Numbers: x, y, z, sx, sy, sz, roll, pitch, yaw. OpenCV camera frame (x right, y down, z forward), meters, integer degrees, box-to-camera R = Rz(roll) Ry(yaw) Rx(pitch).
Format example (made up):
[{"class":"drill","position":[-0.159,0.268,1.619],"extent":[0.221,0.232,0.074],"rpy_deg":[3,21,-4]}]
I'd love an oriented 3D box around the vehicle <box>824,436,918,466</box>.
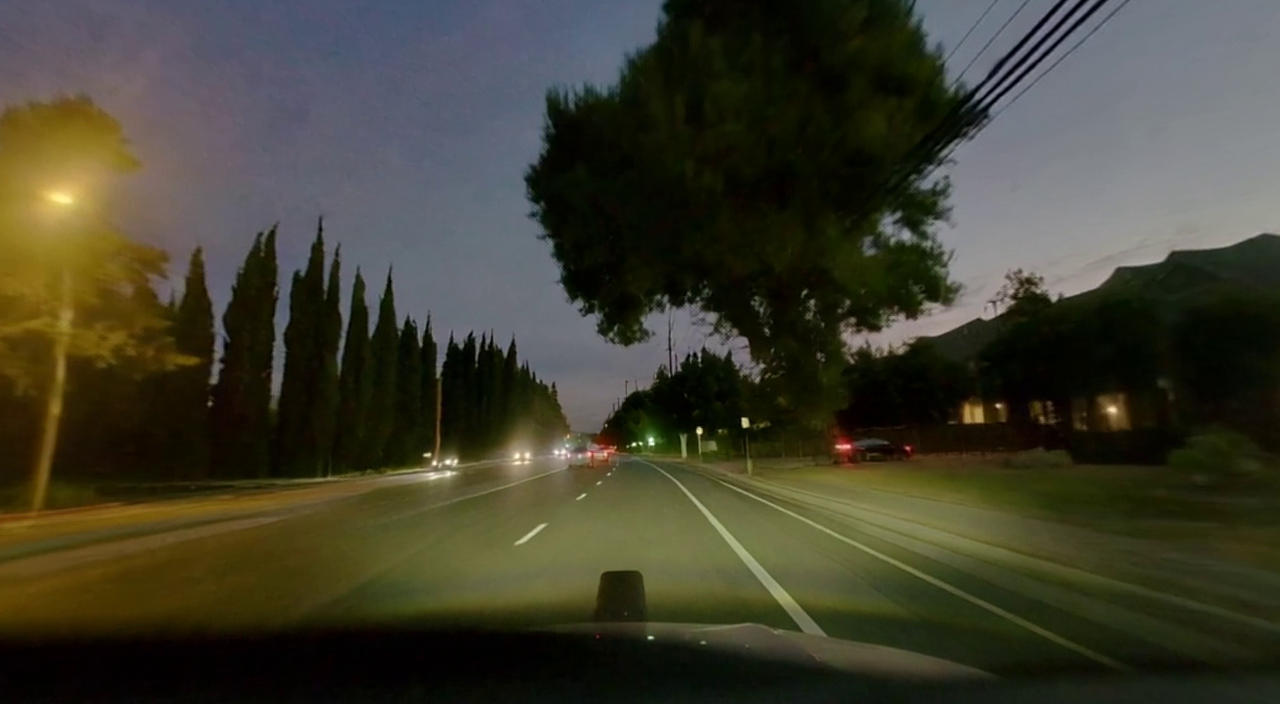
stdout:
[{"class":"vehicle","position":[14.193,6.080,38.835],"extent":[4.904,1.735,2.270],"rpy_deg":[1,-8,-10]}]

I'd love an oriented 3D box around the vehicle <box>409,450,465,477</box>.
[{"class":"vehicle","position":[-12.252,6.742,38.283],"extent":[1.970,1.496,4.512],"rpy_deg":[0,-8,-1]}]

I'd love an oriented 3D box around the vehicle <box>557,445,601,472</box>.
[{"class":"vehicle","position":[-3.487,6.168,36.695],"extent":[2.084,1.466,4.522],"rpy_deg":[0,-8,0]}]
